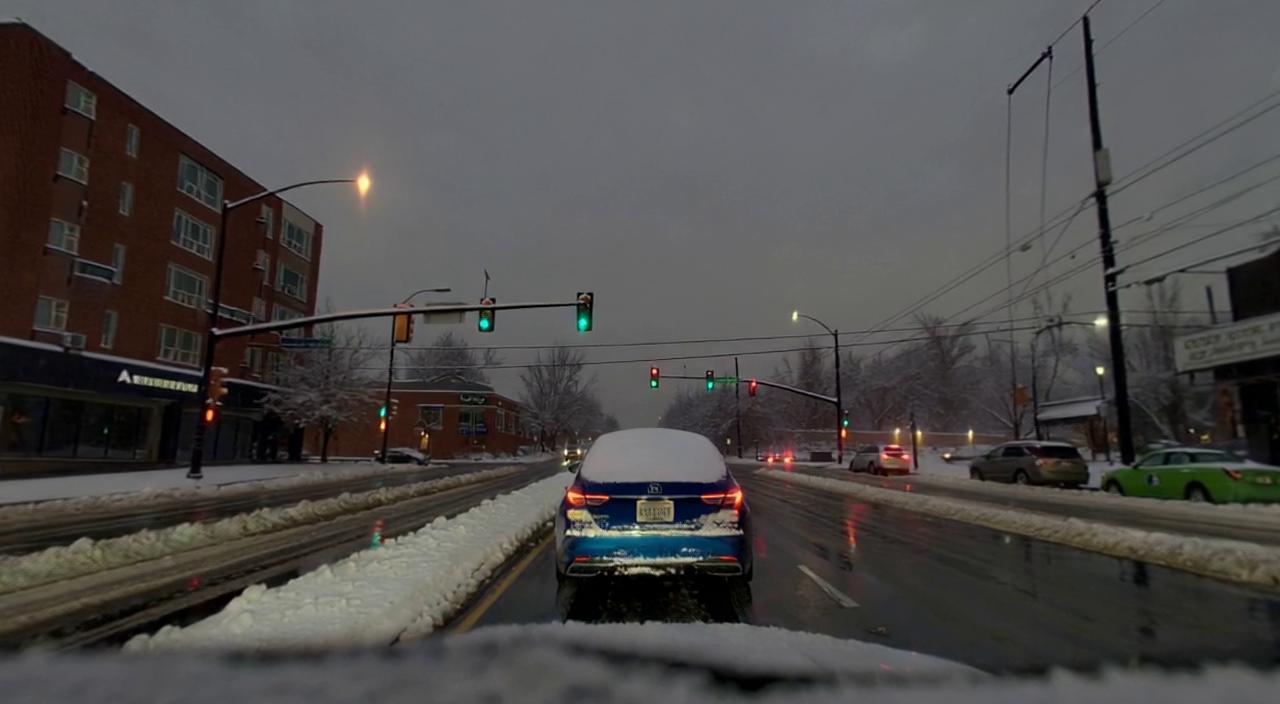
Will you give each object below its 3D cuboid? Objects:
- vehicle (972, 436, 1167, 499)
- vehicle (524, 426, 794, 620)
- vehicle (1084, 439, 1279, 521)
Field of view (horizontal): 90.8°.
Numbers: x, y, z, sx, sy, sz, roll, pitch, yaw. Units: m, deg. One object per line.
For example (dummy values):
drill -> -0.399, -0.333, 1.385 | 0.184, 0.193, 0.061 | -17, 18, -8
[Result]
vehicle -> 14.075, 3.814, 21.351 | 2.309, 1.819, 5.793 | 1, -9, -3
vehicle -> 0.134, 1.638, 7.036 | 2.067, 1.471, 4.241 | 0, -9, 0
vehicle -> 14.193, 3.101, 15.961 | 2.235, 1.721, 5.230 | 0, -9, 1
